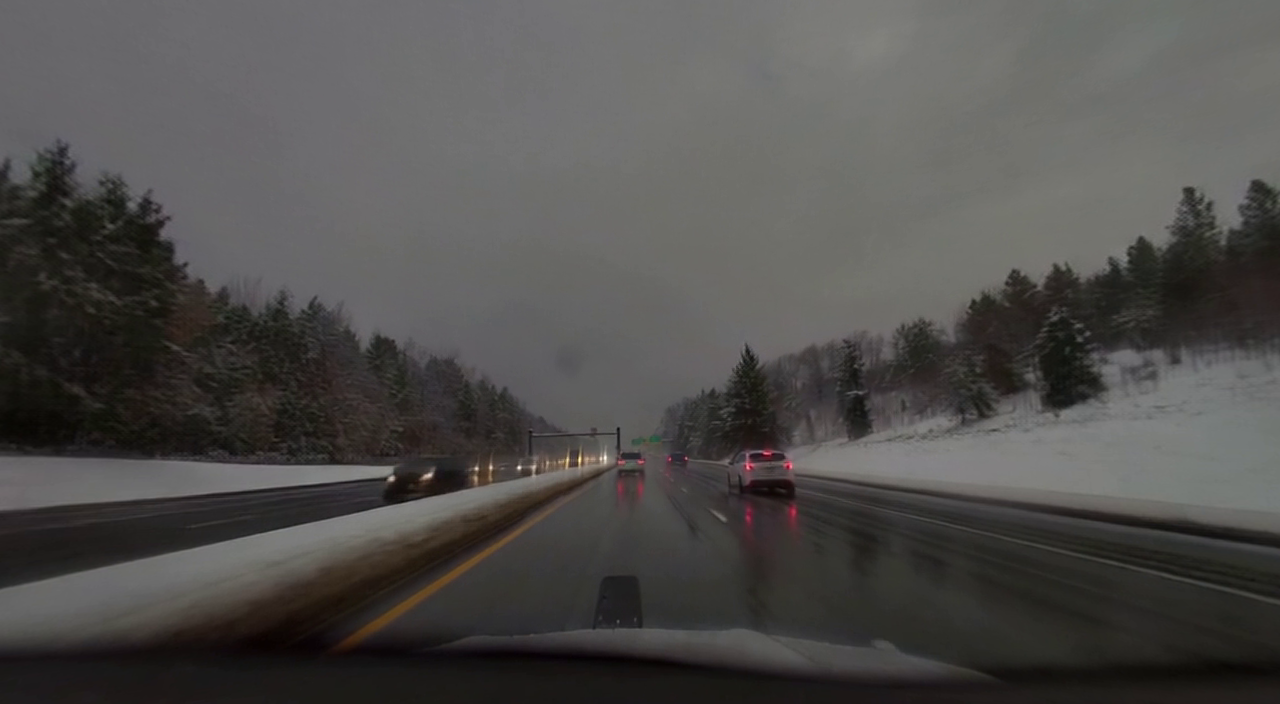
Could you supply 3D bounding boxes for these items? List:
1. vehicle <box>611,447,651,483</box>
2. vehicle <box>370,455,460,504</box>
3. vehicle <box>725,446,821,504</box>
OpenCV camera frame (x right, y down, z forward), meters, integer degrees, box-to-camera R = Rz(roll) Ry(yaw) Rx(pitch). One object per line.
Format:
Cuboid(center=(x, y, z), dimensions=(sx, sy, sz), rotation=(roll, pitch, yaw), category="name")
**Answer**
Cuboid(center=(-0.438, 5.805, 32.458), dimensions=(1.937, 1.699, 3.936), rotation=(-1, -9, 0), category="vehicle")
Cuboid(center=(-9.078, 5.149, 25.732), dimensions=(1.932, 1.738, 4.571), rotation=(-1, -9, 1), category="vehicle")
Cuboid(center=(3.788, 3.557, 18.616), dimensions=(1.843, 1.505, 4.339), rotation=(0, -9, -1), category="vehicle")
